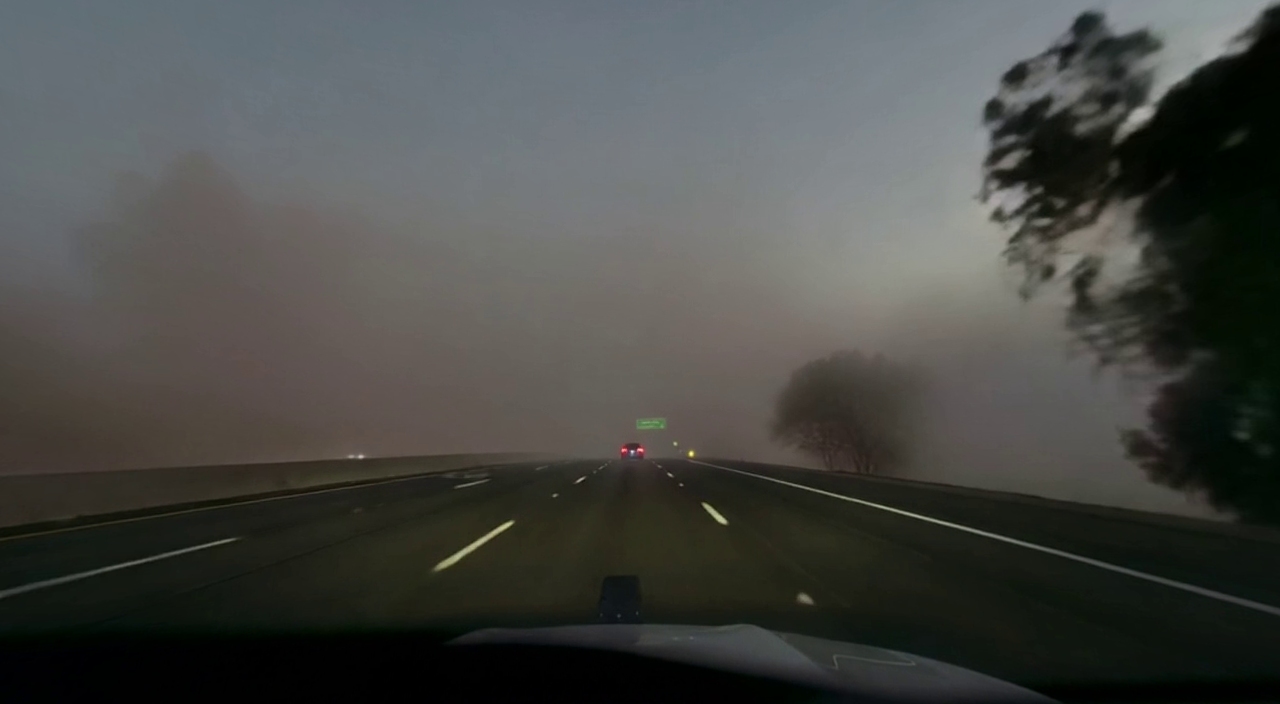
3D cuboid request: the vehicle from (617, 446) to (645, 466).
[{"bbox_3d":[-0.737,8.075,49.243,2.080,1.468,3.884,0,-9,-1],"label":"vehicle"}]
